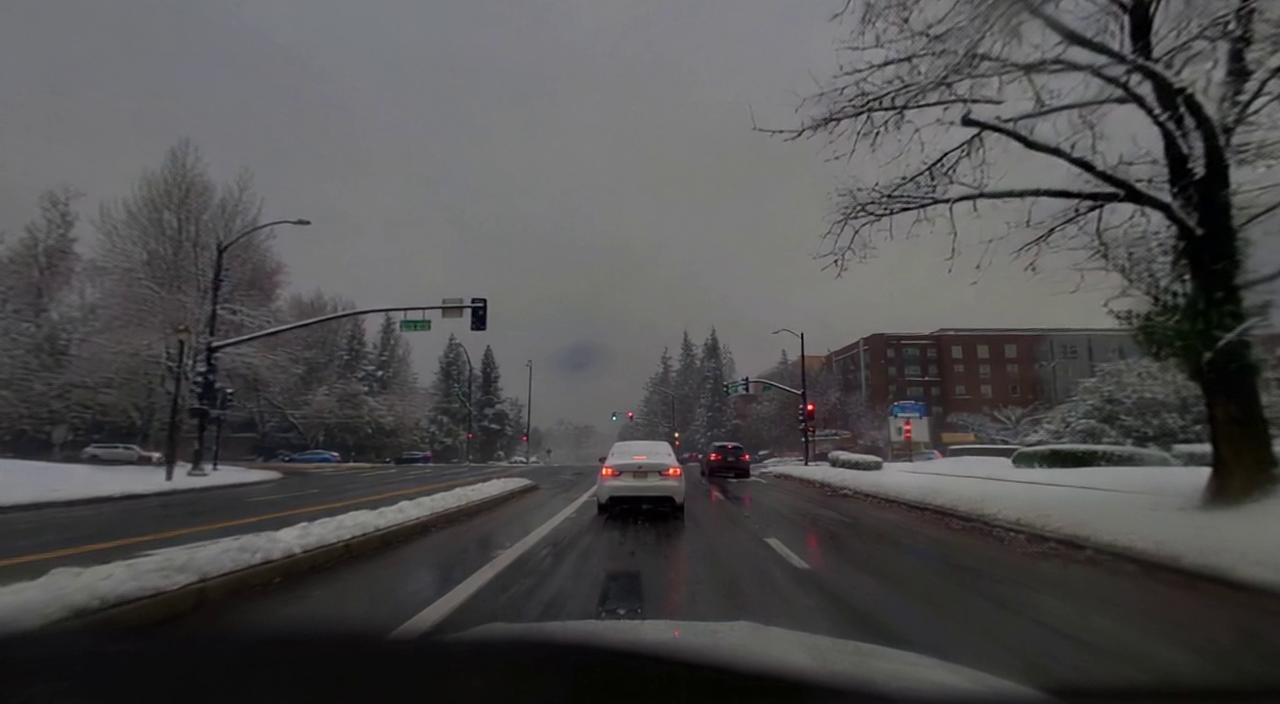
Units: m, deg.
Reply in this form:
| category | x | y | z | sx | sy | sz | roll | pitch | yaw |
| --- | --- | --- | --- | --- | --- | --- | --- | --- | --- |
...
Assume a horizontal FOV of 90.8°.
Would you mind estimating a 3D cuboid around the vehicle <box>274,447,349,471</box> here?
| category | x | y | z | sx | sy | sz | roll | pitch | yaw |
| --- | --- | --- | --- | --- | --- | --- | --- | --- | --- |
| vehicle | -24.842 | 8.095 | 47.909 | 4.575 | 1.718 | 2.008 | 2 | -9 | -10 |

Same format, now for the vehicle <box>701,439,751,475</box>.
| category | x | y | z | sx | sy | sz | roll | pitch | yaw |
| --- | --- | --- | --- | --- | --- | --- | --- | --- | --- |
| vehicle | 4.722 | 5.820 | 35.351 | 2.092 | 1.851 | 4.913 | 0 | -8 | 0 |

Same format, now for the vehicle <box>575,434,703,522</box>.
| category | x | y | z | sx | sy | sz | roll | pitch | yaw |
| --- | --- | --- | --- | --- | --- | --- | --- | --- | --- |
| vehicle | 0.042 | 2.462 | 12.901 | 2.173 | 1.479 | 4.264 | 0 | -8 | 2 |

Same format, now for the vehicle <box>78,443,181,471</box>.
| category | x | y | z | sx | sy | sz | roll | pitch | yaw |
| --- | --- | --- | --- | --- | --- | --- | --- | --- | --- |
| vehicle | -34.161 | 7.021 | 42.377 | 4.877 | 1.754 | 1.978 | 1 | -9 | -10 |

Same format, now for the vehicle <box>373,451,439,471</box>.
| category | x | y | z | sx | sy | sz | roll | pitch | yaw |
| --- | --- | --- | --- | --- | --- | --- | --- | --- | --- |
| vehicle | -18.228 | 8.515 | 49.316 | 4.548 | 1.449 | 1.802 | 2 | -9 | -11 |
